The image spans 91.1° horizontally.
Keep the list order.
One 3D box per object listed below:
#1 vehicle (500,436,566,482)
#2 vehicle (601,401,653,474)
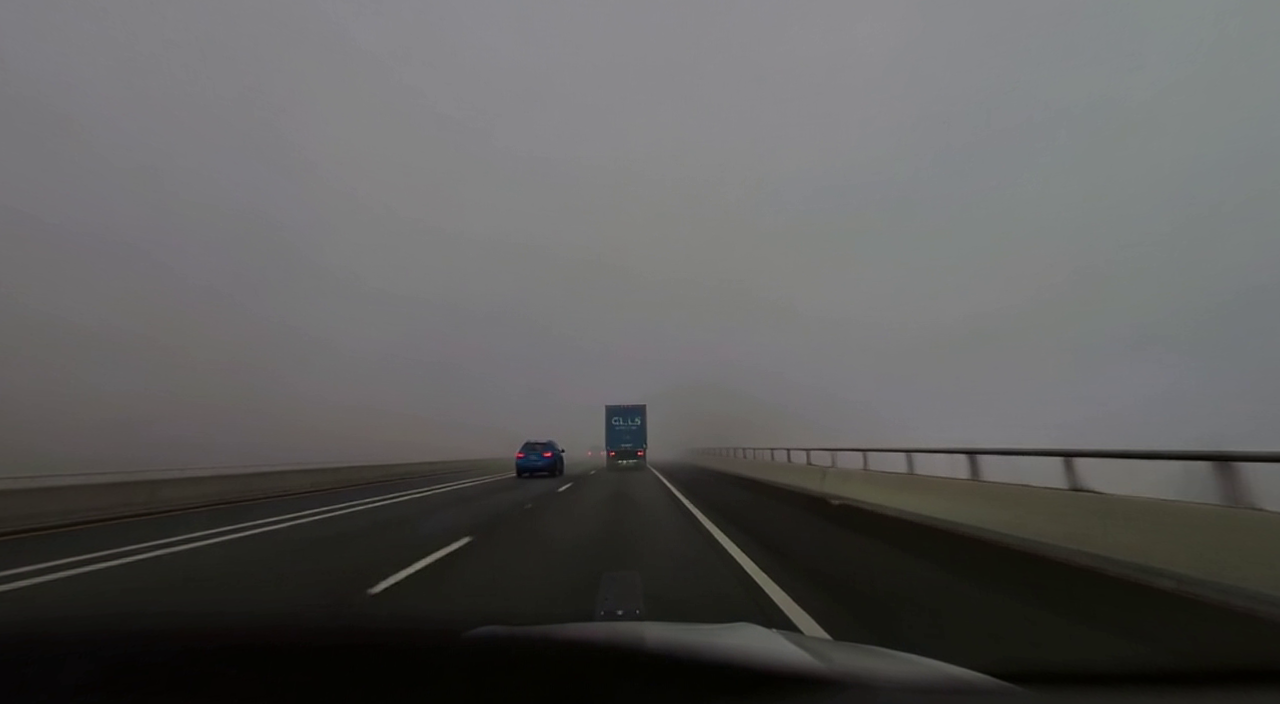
[{"bbox_3d":[-4.915,5.002,29.597,2.226,1.935,5.130,0,-9,0],"label":"vehicle"},{"bbox_3d":[-0.872,5.527,39.963,2.923,4.007,9.760,0,-9,-2],"label":"vehicle"}]
